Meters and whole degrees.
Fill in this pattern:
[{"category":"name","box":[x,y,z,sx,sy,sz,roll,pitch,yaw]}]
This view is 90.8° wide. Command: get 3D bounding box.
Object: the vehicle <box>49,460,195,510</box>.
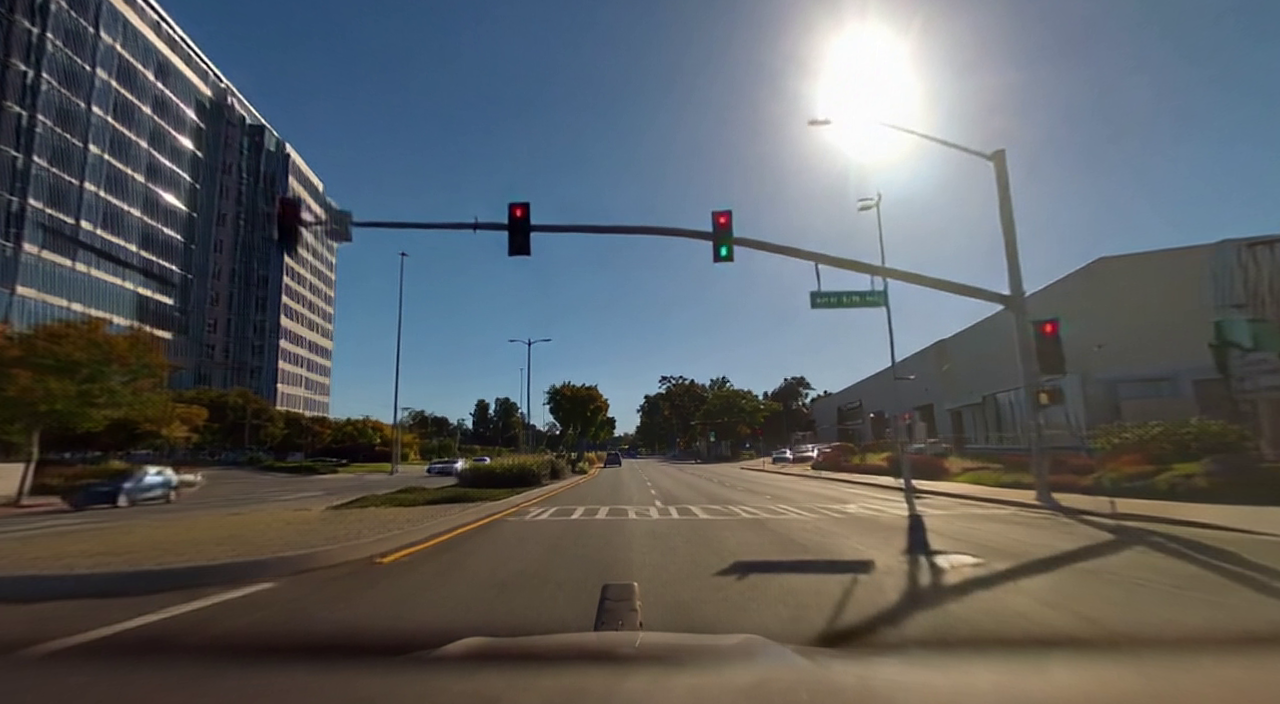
[{"category":"vehicle","box":[-19.362,4.937,23.934,1.851,1.502,4.398,-3,-8,0]}]
